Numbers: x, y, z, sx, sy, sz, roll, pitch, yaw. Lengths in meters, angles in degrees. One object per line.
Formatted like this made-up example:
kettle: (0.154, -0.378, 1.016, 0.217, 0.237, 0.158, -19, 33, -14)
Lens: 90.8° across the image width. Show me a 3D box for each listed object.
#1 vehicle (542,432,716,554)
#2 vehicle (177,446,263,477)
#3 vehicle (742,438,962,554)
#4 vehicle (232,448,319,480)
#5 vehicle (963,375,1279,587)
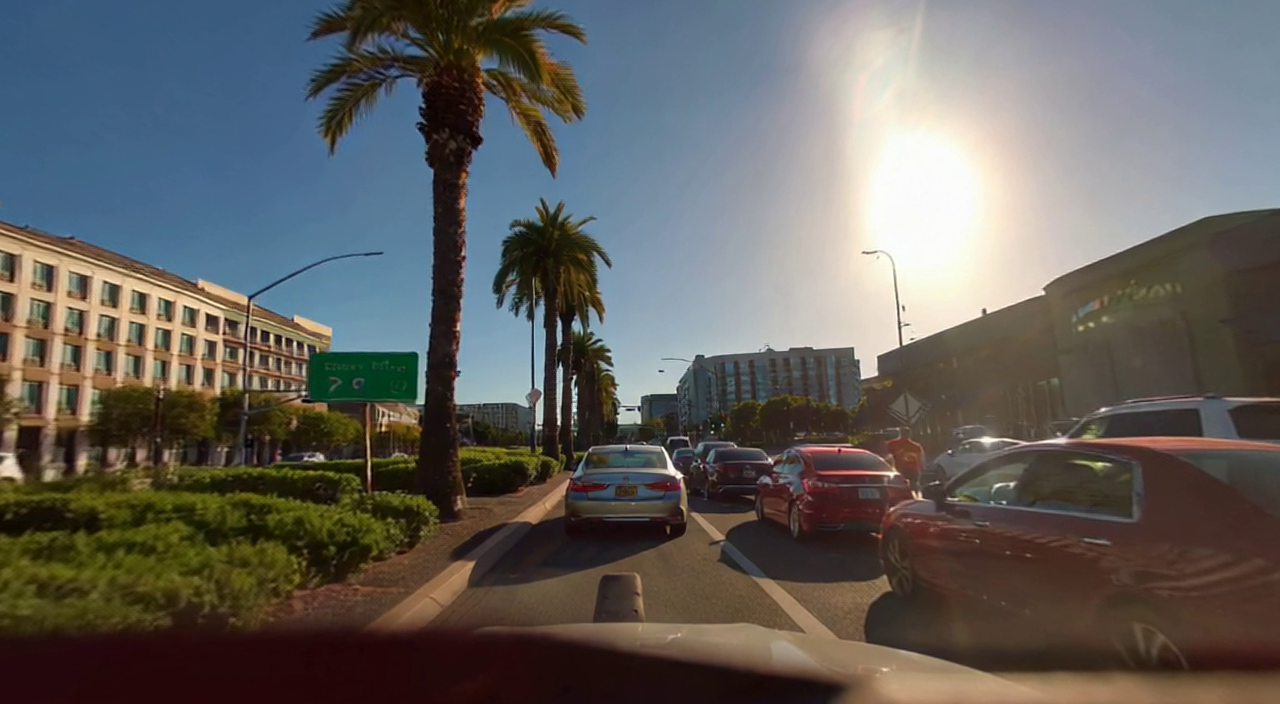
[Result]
vehicle: (-0.159, 2.049, 9.893, 2.158, 1.498, 3.919, 0, -8, -1)
vehicle: (-28.345, 7.374, 42.902, 2.115, 1.884, 5.481, 0, -8, -1)
vehicle: (3.072, 2.160, 10.314, 1.925, 1.451, 4.436, 0, -8, -2)
vehicle: (-20.621, 6.322, 36.029, 2.053, 1.631, 4.900, 0, -8, -1)
vehicle: (7.219, 1.664, 9.045, 2.254, 2.072, 5.577, 0, -8, 1)
